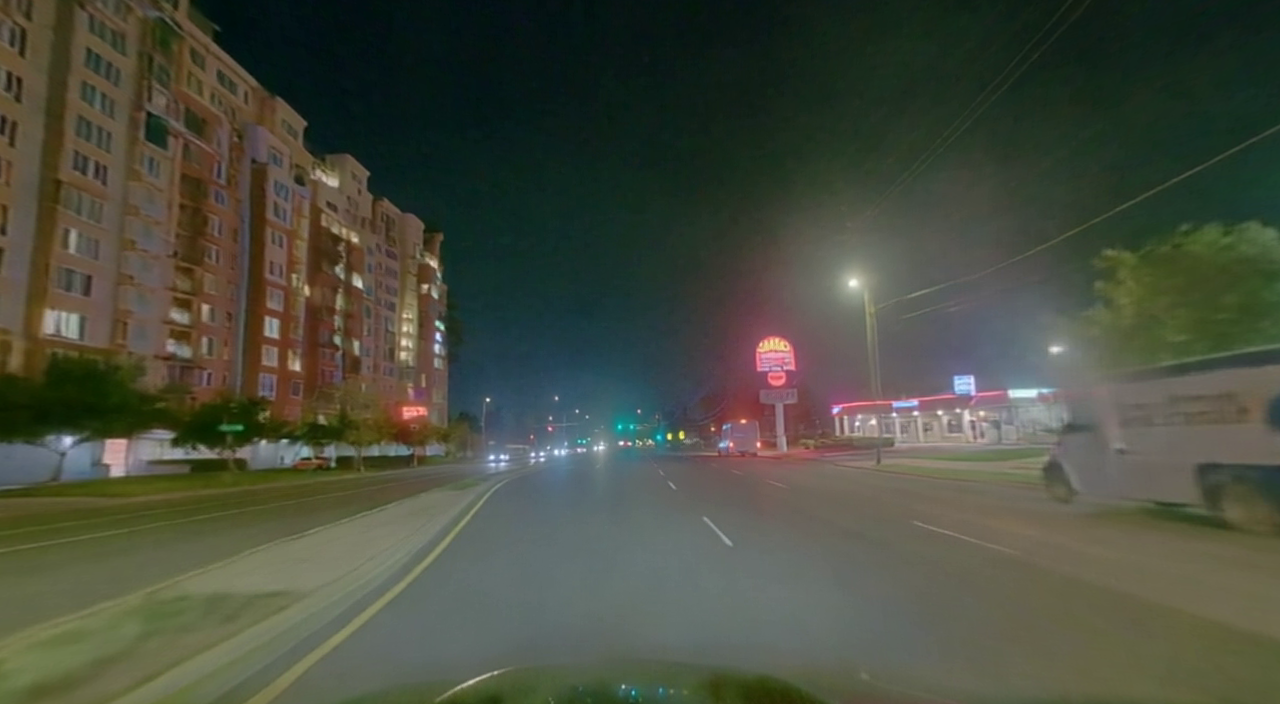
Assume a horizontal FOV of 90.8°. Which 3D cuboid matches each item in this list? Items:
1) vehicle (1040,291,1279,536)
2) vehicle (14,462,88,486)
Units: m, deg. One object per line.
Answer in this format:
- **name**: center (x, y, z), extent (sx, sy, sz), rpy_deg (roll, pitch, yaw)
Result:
- **vehicle**: center (9.873, 0.984, 9.550), extent (2.917, 3.205, 6.985), rpy_deg (0, -8, -1)
- **vehicle**: center (-39.899, 8.229, 42.883), extent (1.594, 1.406, 3.445), rpy_deg (-1, -8, 2)
